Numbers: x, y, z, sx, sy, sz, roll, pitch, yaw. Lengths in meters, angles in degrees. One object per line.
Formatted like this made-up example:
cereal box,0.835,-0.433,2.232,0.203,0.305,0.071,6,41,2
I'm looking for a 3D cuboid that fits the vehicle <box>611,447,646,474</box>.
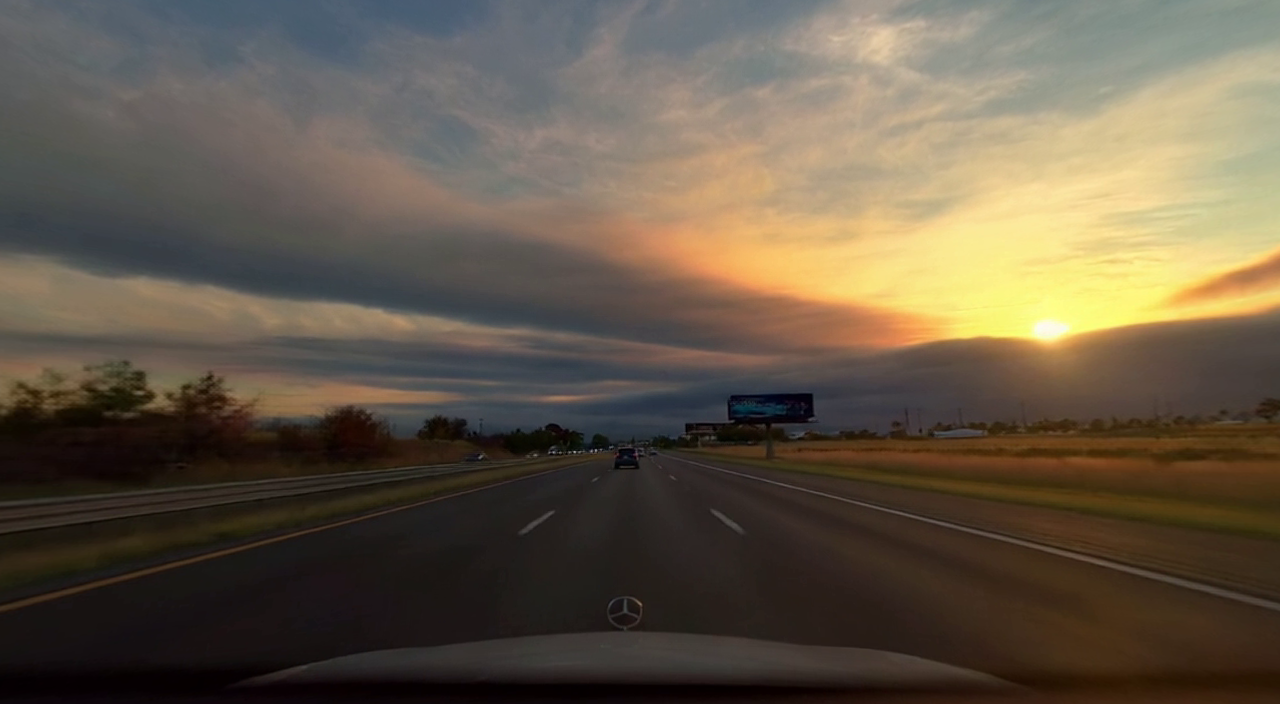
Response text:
vehicle,-0.636,6.380,37.141,1.916,1.494,4.335,0,-9,0
